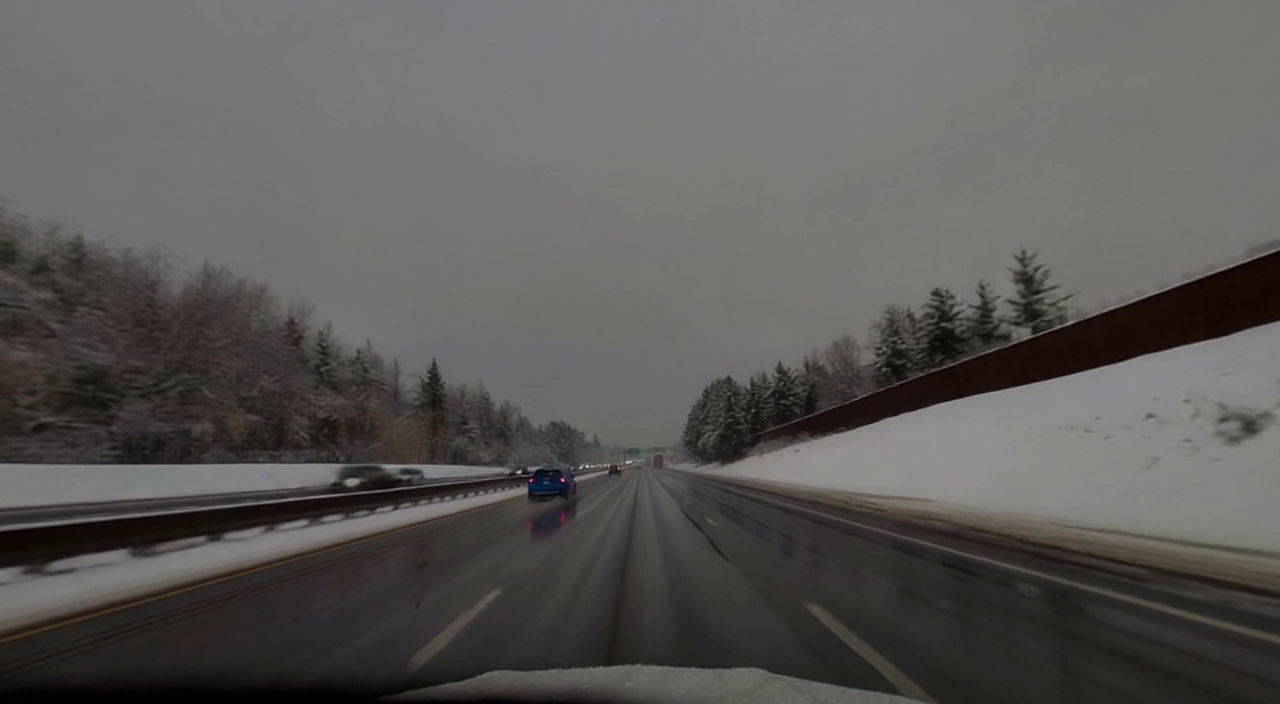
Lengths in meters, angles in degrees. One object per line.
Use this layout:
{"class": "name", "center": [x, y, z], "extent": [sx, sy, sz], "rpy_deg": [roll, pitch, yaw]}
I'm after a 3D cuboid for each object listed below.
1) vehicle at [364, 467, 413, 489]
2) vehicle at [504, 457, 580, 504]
{"class": "vehicle", "center": [-17.940, 9.006, 45.123], "extent": [1.751, 1.433, 4.152], "rpy_deg": [1, -10, 1]}
{"class": "vehicle", "center": [-3.498, 4.710, 23.355], "extent": [2.045, 1.487, 4.582], "rpy_deg": [1, -10, 0]}
